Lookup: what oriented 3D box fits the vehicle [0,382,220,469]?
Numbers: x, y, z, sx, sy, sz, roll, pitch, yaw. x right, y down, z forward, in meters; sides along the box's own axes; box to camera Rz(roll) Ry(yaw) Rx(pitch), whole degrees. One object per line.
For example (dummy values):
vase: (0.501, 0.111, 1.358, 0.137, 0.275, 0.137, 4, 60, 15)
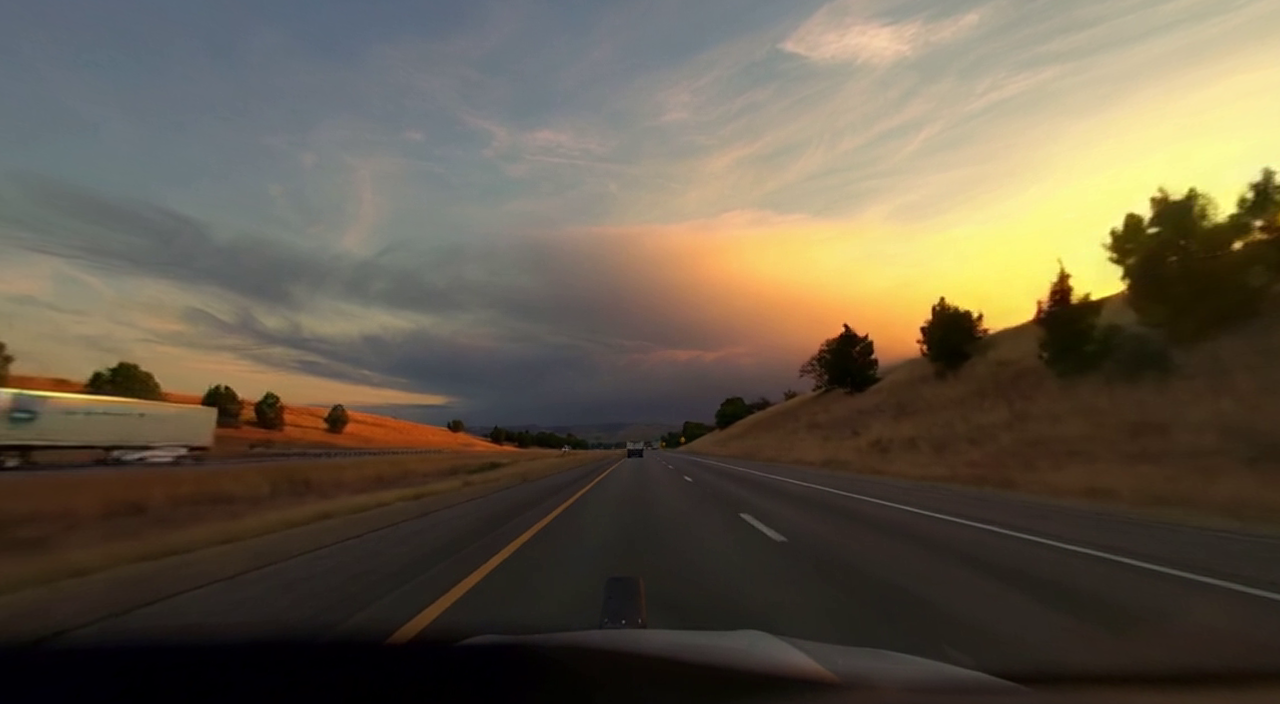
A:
vehicle: (-32.504, 4.718, 38.184, 2.948, 4.184, 16.293, 0, -8, 0)
